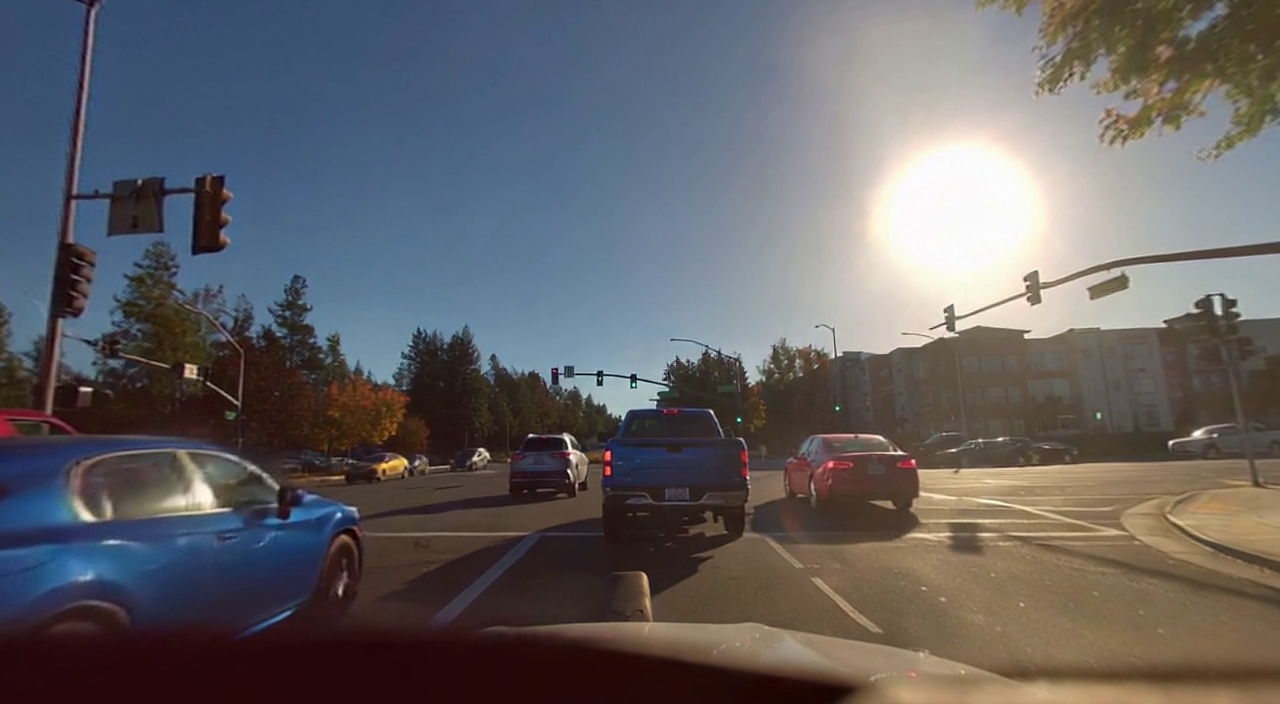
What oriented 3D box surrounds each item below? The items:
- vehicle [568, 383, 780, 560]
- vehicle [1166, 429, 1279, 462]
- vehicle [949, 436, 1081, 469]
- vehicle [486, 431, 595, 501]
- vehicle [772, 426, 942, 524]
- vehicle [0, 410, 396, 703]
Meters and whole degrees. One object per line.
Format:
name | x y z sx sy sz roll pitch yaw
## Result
vehicle | 0.482 1.772 9.964 2.505 2.084 4.768 0 -8 2
vehicle | 27.777 4.363 29.459 4.681 1.458 1.908 0 -9 -1
vehicle | 16.896 4.538 28.518 4.809 1.458 1.842 0 -9 -3
vehicle | -2.690 3.241 18.390 2.125 1.739 4.707 -1 -8 4
vehicle | 4.169 2.433 12.986 1.984 1.659 4.226 0 -8 0
vehicle | -3.321 1.130 3.449 1.998 1.481 4.656 0 -8 1
